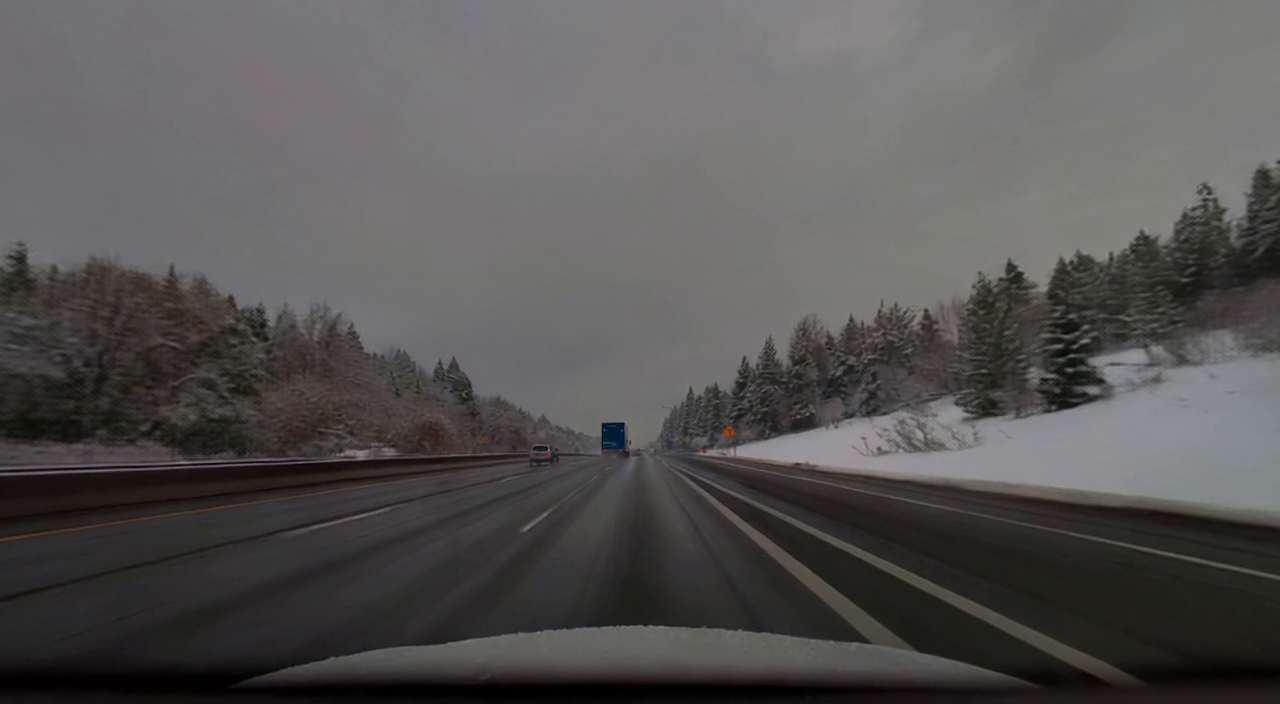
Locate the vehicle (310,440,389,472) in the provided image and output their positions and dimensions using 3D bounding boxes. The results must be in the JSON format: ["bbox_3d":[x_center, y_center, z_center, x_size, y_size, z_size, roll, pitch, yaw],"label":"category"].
[{"bbox_3d":[-17.171,6.173,37.665,2.134,1.726,5.214,0,-8,1],"label":"vehicle"}]

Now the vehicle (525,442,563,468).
[{"bbox_3d":[-7.098,7.652,46.878,2.043,1.828,4.436,0,-8,1],"label":"vehicle"}]
